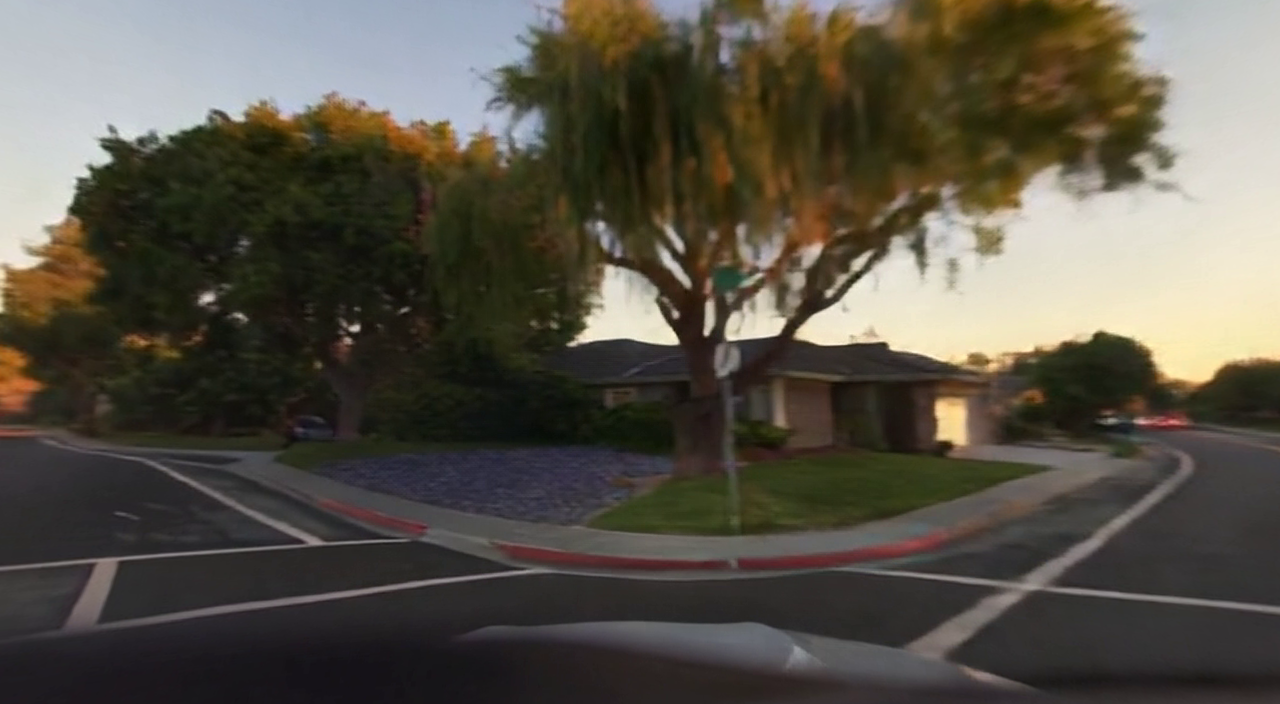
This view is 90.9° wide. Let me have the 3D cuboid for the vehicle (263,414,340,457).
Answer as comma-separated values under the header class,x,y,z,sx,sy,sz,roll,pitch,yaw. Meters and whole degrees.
class,x,y,z,sx,sy,sz,roll,pitch,yaw
vehicle,-13.028,3.269,24.109,1.860,1.477,4.629,6,-11,-36
